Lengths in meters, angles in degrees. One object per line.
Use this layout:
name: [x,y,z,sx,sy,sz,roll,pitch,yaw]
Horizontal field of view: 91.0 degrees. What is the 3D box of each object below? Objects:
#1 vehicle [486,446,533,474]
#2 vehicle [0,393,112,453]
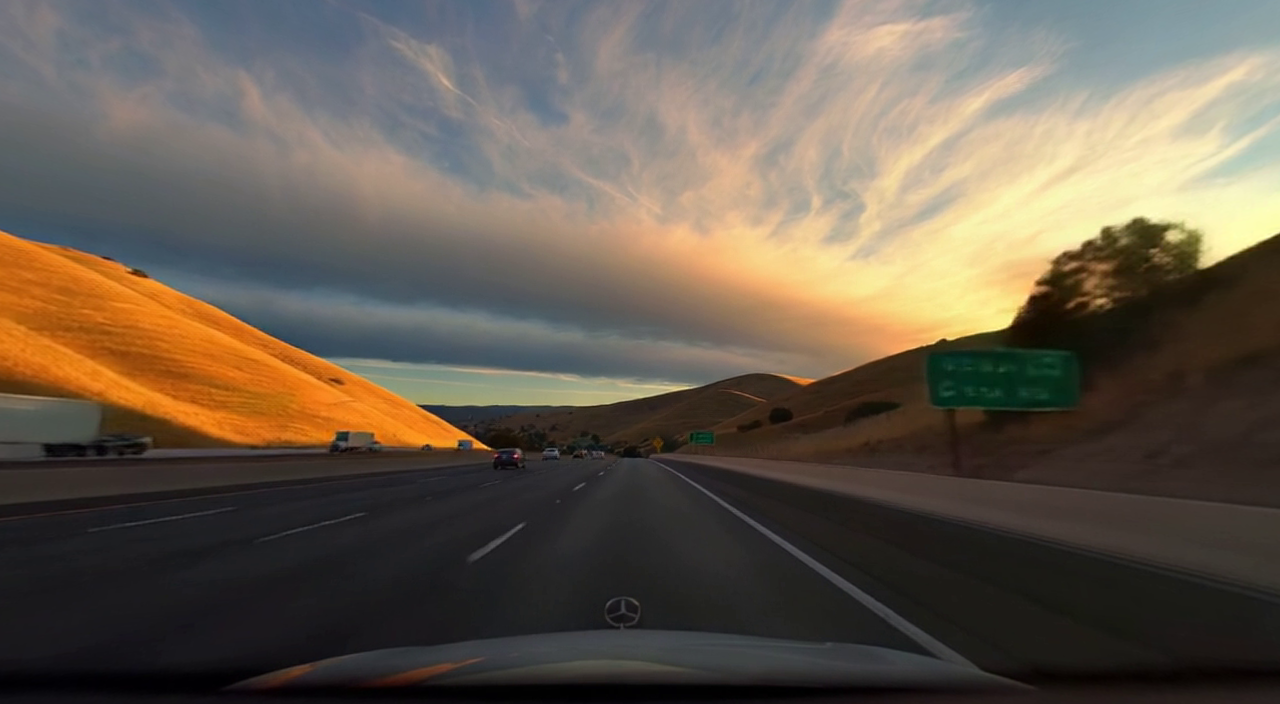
vehicle: [-8.086,6.744,39.487,2.045,1.624,4.338,0,-9,-1]
vehicle: [-44.587,4.899,43.271,2.908,4.006,16.541,1,-9,-3]
